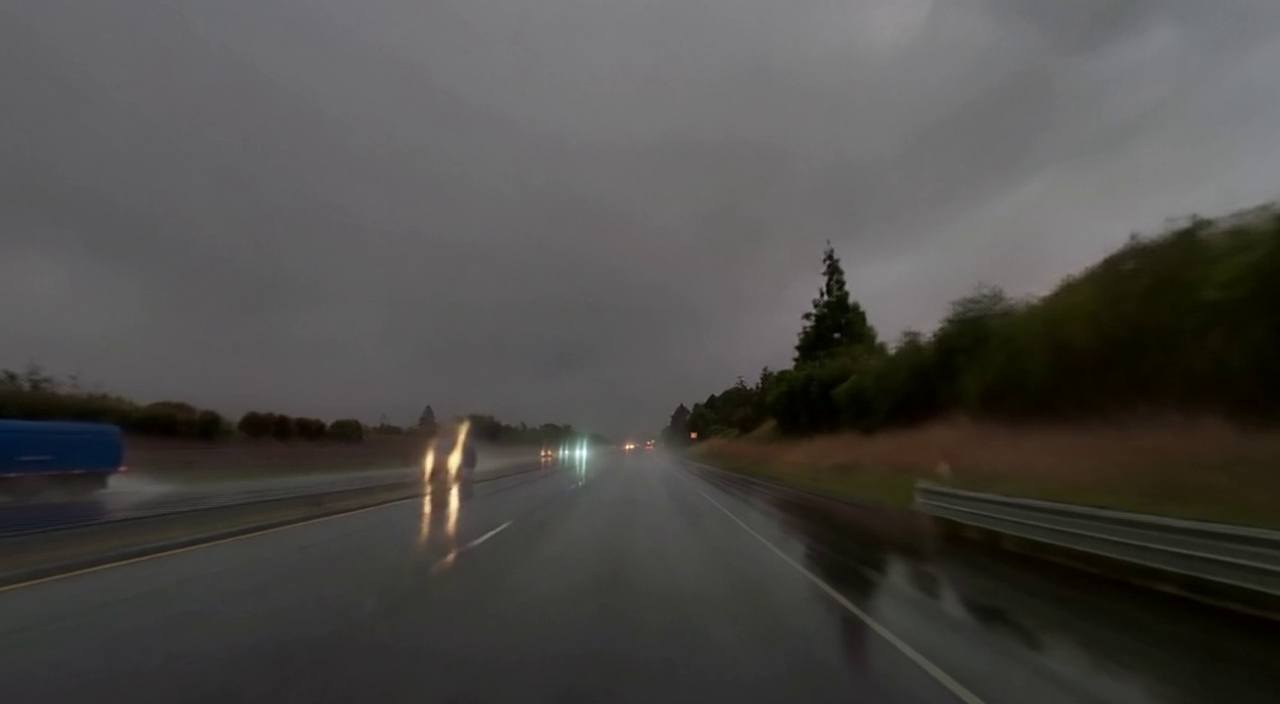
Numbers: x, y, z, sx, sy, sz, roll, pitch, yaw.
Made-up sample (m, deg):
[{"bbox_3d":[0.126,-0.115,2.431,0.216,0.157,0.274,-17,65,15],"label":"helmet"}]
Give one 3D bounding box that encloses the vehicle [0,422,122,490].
[{"bbox_3d":[-40.997,6.455,39.235,4.331,4.091,18.781,1,-8,-9],"label":"vehicle"}]
